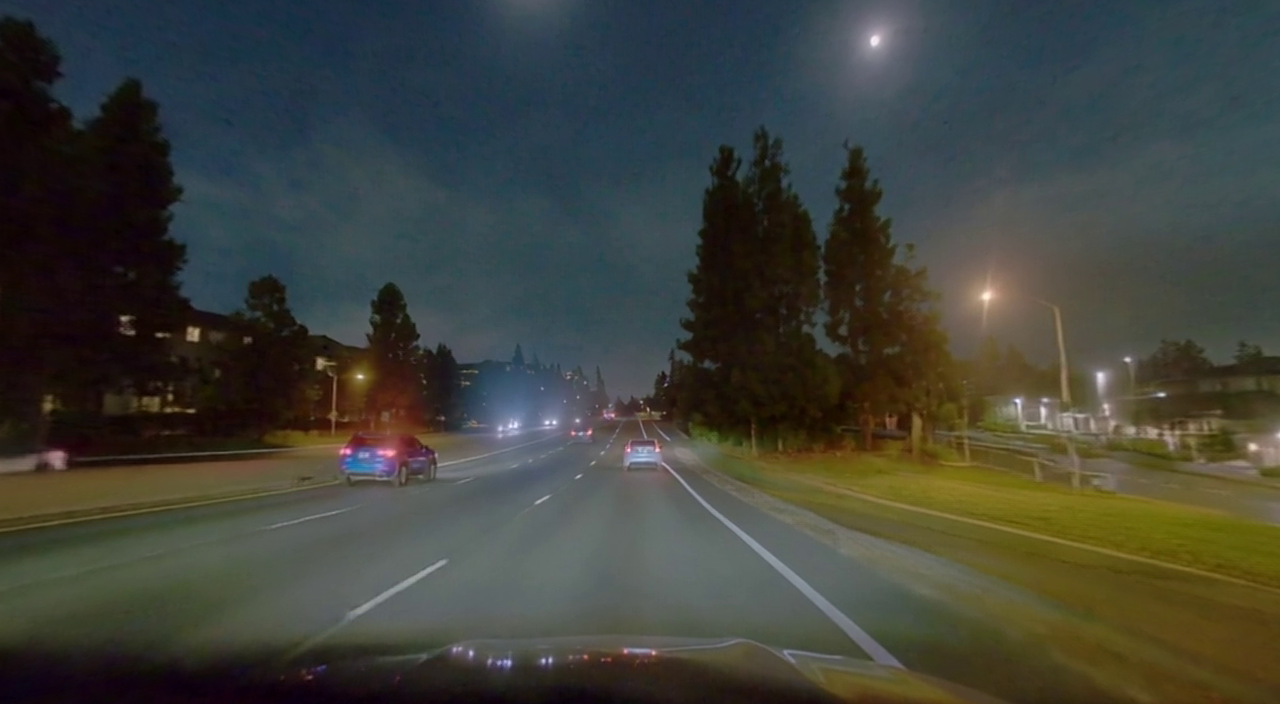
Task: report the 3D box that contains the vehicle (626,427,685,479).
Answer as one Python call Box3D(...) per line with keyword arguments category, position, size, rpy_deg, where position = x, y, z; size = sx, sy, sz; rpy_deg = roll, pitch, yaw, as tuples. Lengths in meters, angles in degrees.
Box3D(category="vehicle", position=(0.561, 3.987, 25.093), size=(2.125, 1.830, 4.370), rpy_deg=(0, -9, 0))

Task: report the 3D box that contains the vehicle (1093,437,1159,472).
Box3D(category="vehicle", position=(29.393, 6.199, 38.352), size=(2.059, 1.942, 4.496), rpy_deg=(-6, -9, 25))

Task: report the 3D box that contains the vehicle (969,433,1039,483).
Box3D(category="vehicle", position=(18.231, 5.258, 31.833), size=(1.849, 1.958, 4.453), rpy_deg=(-1, -3, 14))

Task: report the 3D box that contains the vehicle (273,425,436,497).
Box3D(category="vehicle", position=(-7.463, 2.905, 17.265), size=(1.997, 1.650, 5.090), rpy_deg=(0, -8, 1))
